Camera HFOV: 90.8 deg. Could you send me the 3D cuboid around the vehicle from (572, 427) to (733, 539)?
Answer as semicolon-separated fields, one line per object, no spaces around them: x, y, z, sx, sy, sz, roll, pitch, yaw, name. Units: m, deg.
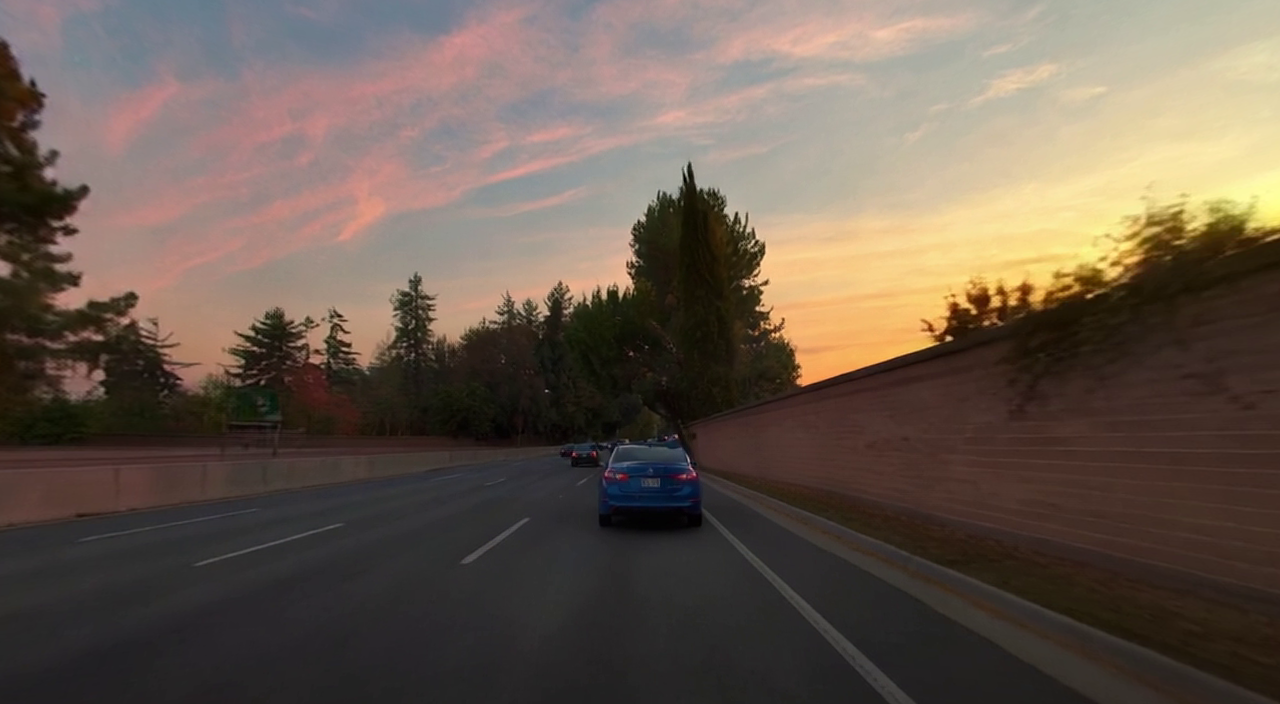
0.132;2.104;10.821;2.205;1.509;4.272;0;-8;-1;vehicle
